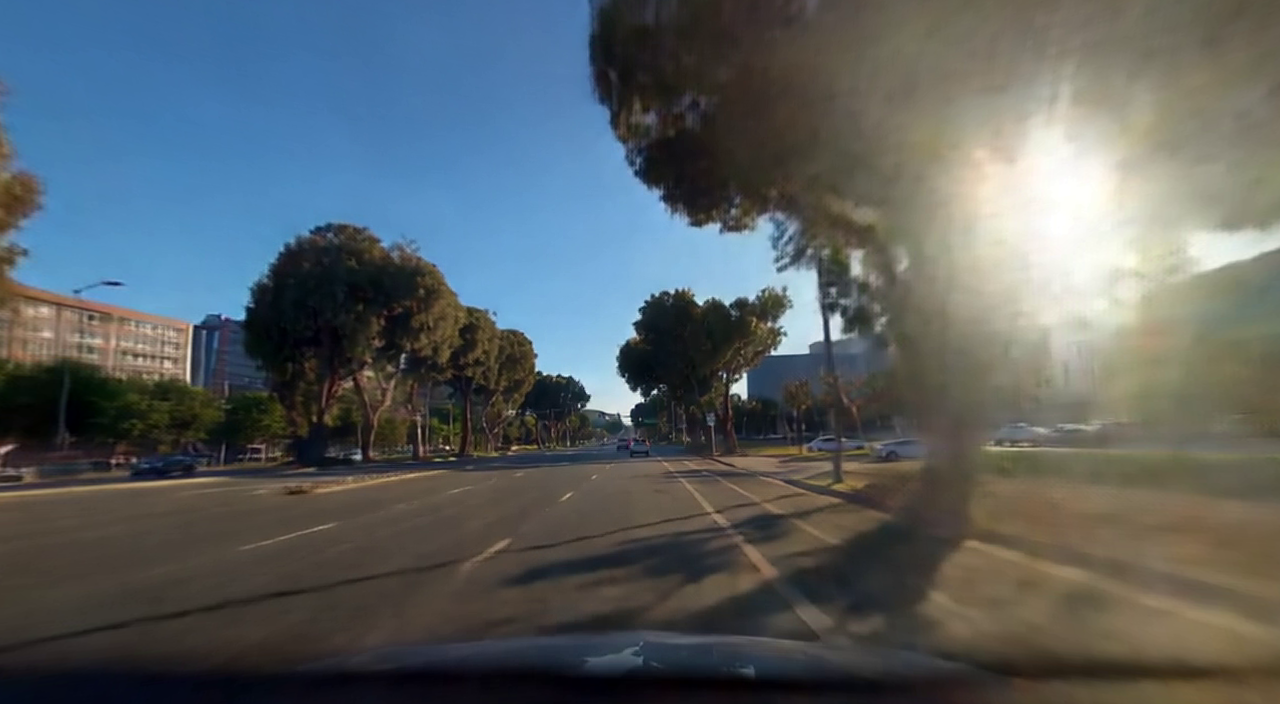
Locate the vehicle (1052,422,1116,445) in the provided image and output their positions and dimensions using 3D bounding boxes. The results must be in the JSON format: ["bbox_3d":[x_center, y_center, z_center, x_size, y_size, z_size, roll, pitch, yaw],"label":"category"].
[{"bbox_3d":[33.541,6.188,47.582,4.287,1.622,2.088,4,-9,-28],"label":"vehicle"}]

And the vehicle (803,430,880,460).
[{"bbox_3d":[14.303,6.629,44.998,4.702,1.853,2.069,-4,-8,2],"label":"vehicle"}]

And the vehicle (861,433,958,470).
[{"bbox_3d":[14.763,5.445,34.671,4.388,1.446,1.808,-6,-7,1],"label":"vehicle"}]

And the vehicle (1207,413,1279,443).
[{"bbox_3d":[37.992,4.834,39.557,4.699,1.764,2.200,5,-10,-32],"label":"vehicle"}]

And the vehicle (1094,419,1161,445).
[{"bbox_3d":[34.836,5.730,45.051,4.388,1.793,1.961,4,-9,-27],"label":"vehicle"}]
